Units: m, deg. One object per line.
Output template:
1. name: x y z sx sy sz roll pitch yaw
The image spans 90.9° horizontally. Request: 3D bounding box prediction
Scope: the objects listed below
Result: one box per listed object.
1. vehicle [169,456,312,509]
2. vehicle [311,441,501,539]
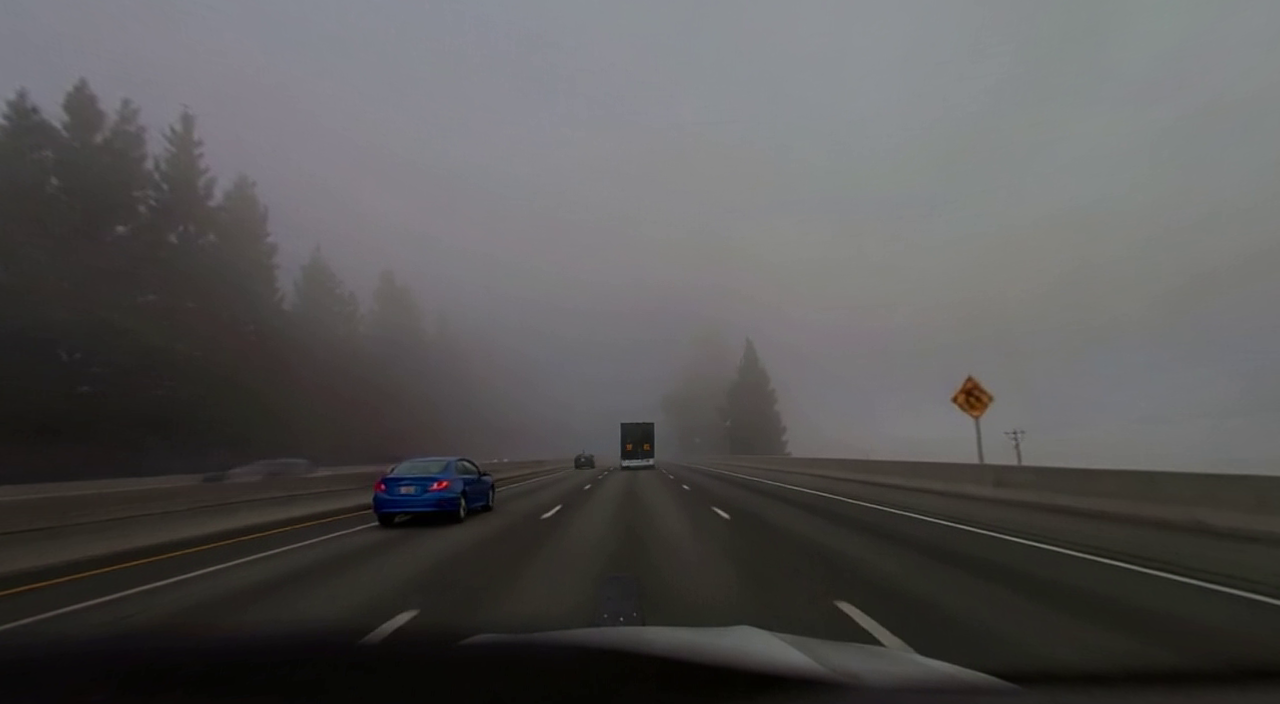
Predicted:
1. vehicle: -13.192 4.297 21.187 2.093 1.561 4.069 0 -9 0
2. vehicle: -4.160 2.496 12.132 1.916 1.506 4.476 0 -9 0
